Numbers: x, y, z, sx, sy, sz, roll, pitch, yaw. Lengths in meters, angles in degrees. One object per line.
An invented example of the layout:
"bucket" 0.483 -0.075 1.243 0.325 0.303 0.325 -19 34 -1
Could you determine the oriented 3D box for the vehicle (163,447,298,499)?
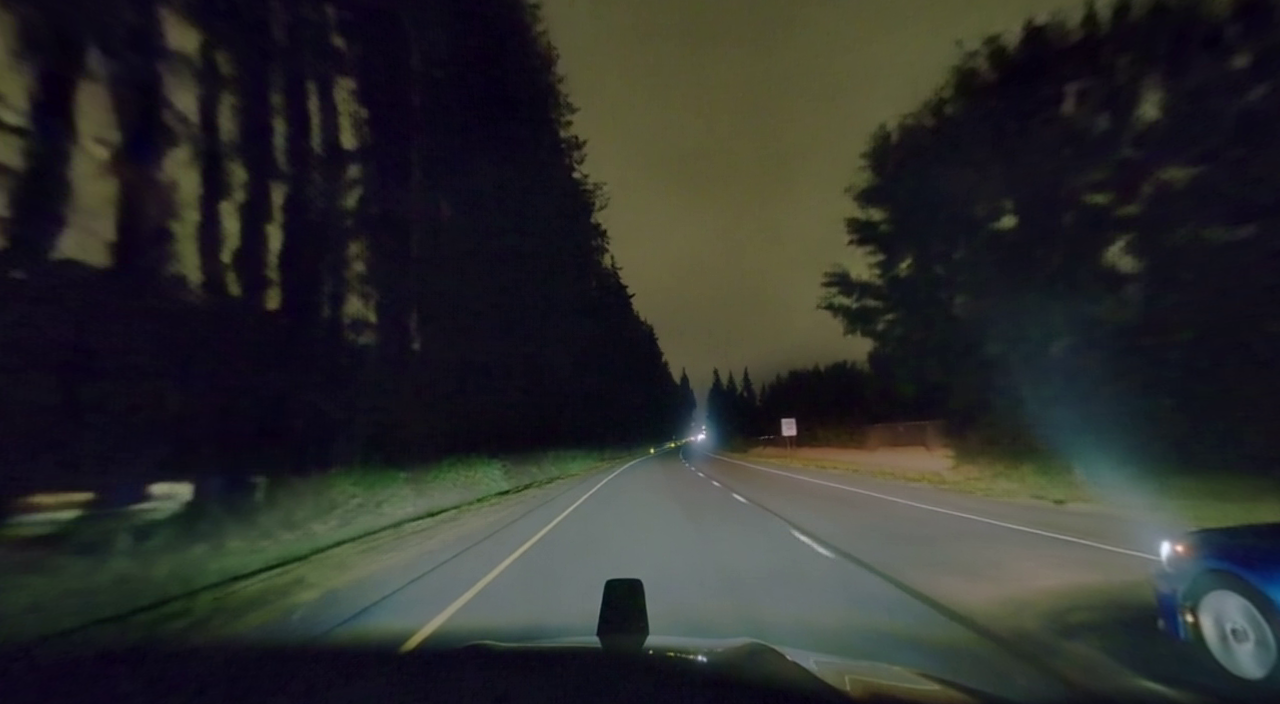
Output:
"vehicle" -15.818 4.655 24.736 2.010 1.801 4.777 0 -8 1
